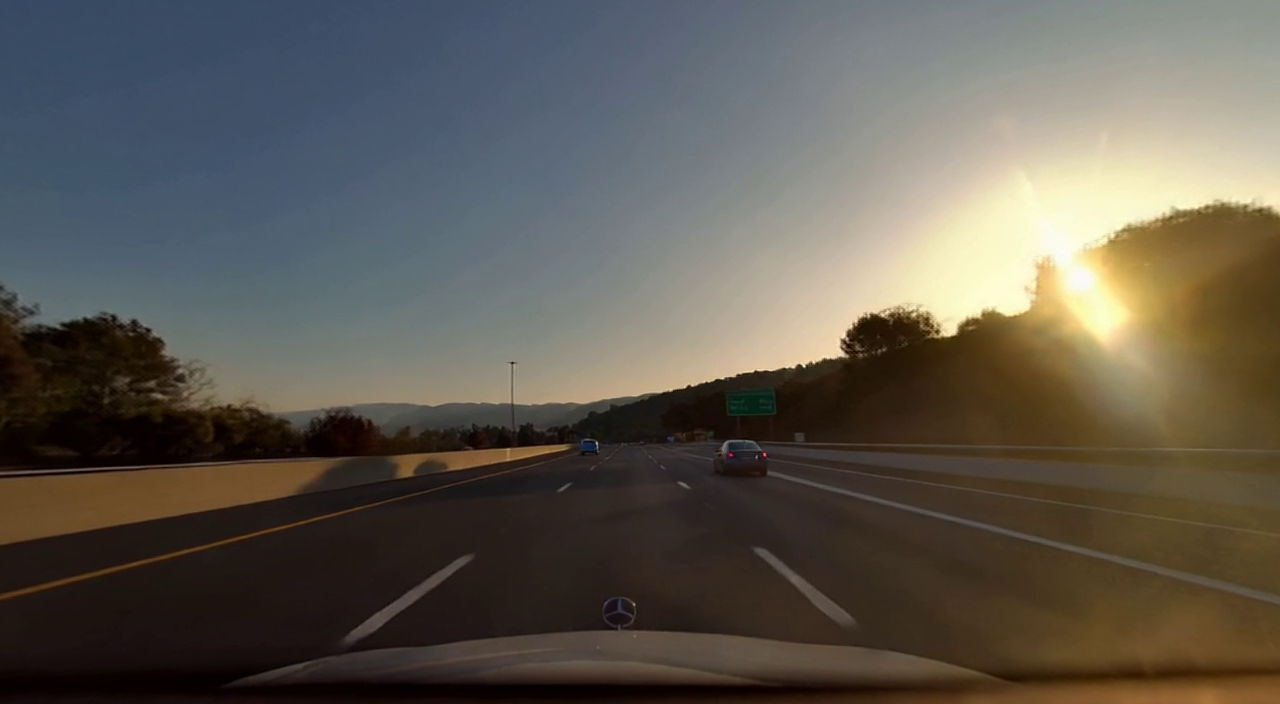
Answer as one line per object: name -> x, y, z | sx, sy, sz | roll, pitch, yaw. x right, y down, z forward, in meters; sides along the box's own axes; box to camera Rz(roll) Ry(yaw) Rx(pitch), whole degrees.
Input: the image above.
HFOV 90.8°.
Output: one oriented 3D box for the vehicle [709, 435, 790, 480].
vehicle -> 3.945, 3.884, 23.465 | 2.060, 1.485, 4.274 | 0, -9, -2
